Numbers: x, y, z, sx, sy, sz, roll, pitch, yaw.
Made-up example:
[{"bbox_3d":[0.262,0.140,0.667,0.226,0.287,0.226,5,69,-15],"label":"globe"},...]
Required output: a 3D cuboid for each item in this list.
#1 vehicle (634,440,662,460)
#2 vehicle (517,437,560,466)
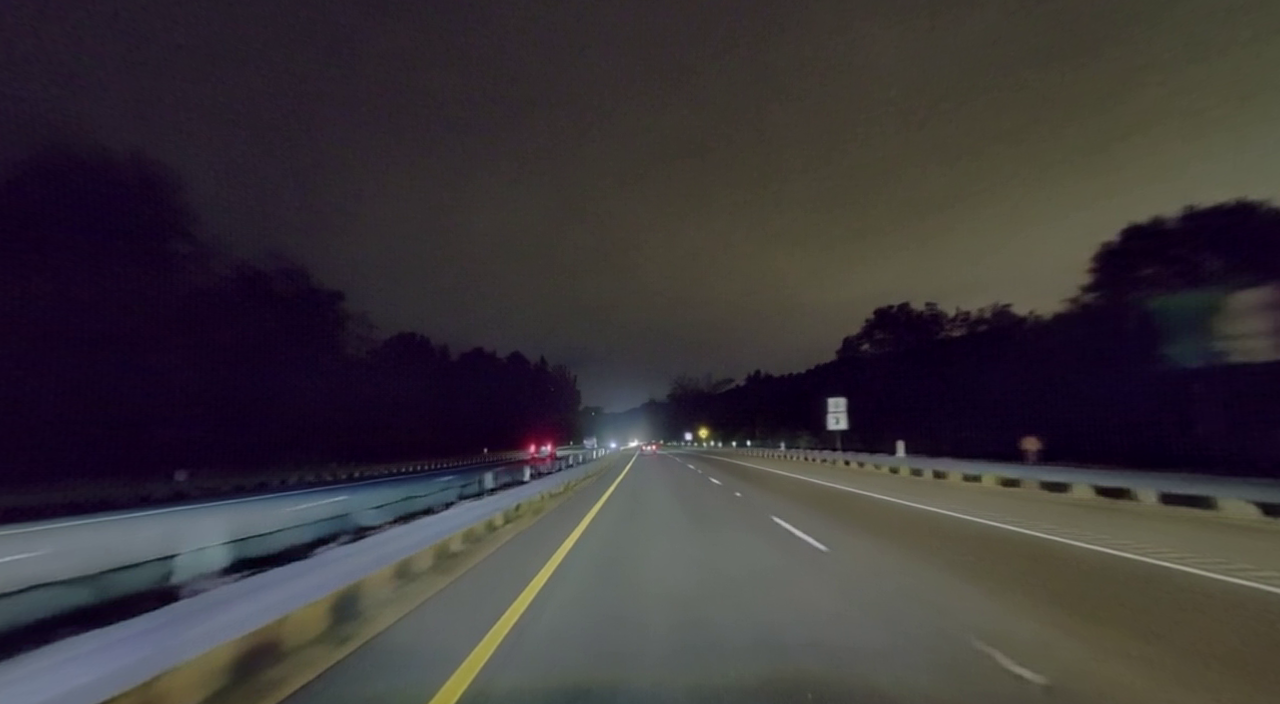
[{"bbox_3d":[0.578,7.458,48.068,2.061,1.469,3.782,0,-8,1],"label":"vehicle"},{"bbox_3d":[-6.925,6.836,43.338,2.068,1.897,4.372,0,-8,2],"label":"vehicle"}]
